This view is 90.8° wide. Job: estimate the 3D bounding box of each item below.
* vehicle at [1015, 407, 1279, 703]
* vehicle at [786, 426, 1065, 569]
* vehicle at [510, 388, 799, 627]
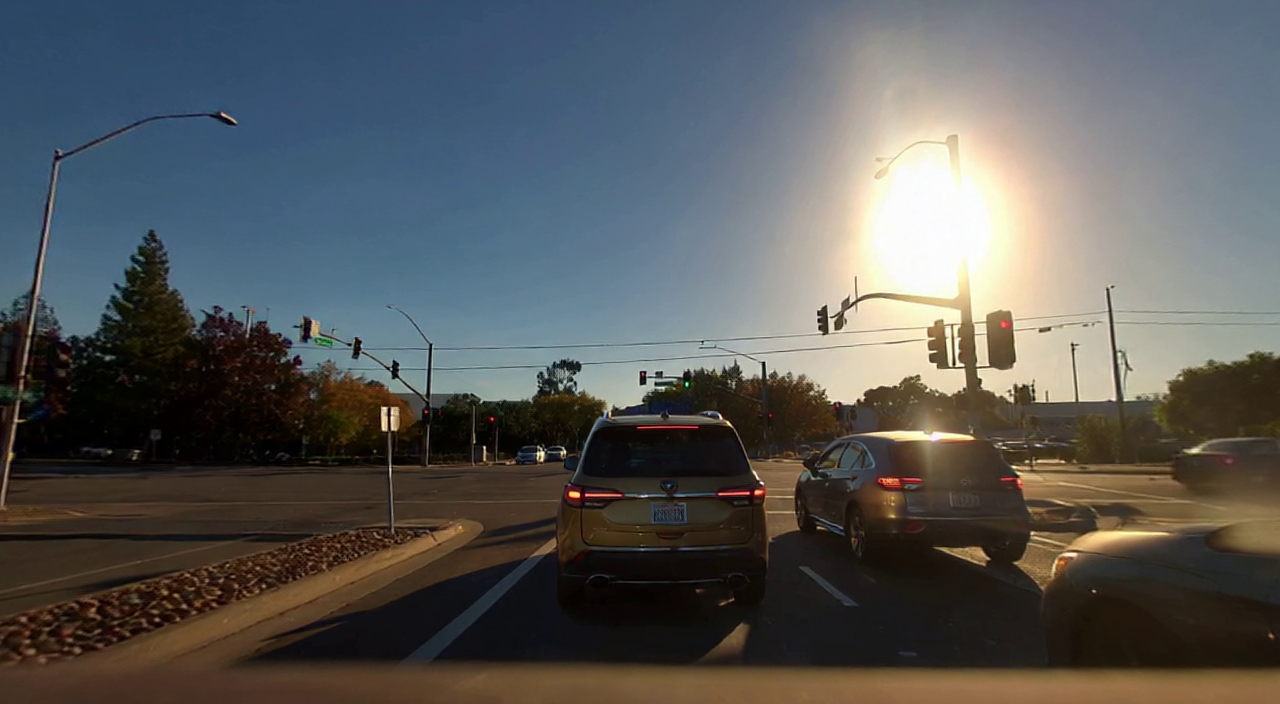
[{"bbox_3d":[3.157,0.820,1.428,1.924,1.466,4.461,0,-8,1],"label":"vehicle"},{"bbox_3d":[3.526,1.861,8.867,1.861,1.495,4.215,0,-8,-1],"label":"vehicle"},{"bbox_3d":[0.103,1.497,7.070,2.170,1.793,4.468,0,-8,0],"label":"vehicle"}]
